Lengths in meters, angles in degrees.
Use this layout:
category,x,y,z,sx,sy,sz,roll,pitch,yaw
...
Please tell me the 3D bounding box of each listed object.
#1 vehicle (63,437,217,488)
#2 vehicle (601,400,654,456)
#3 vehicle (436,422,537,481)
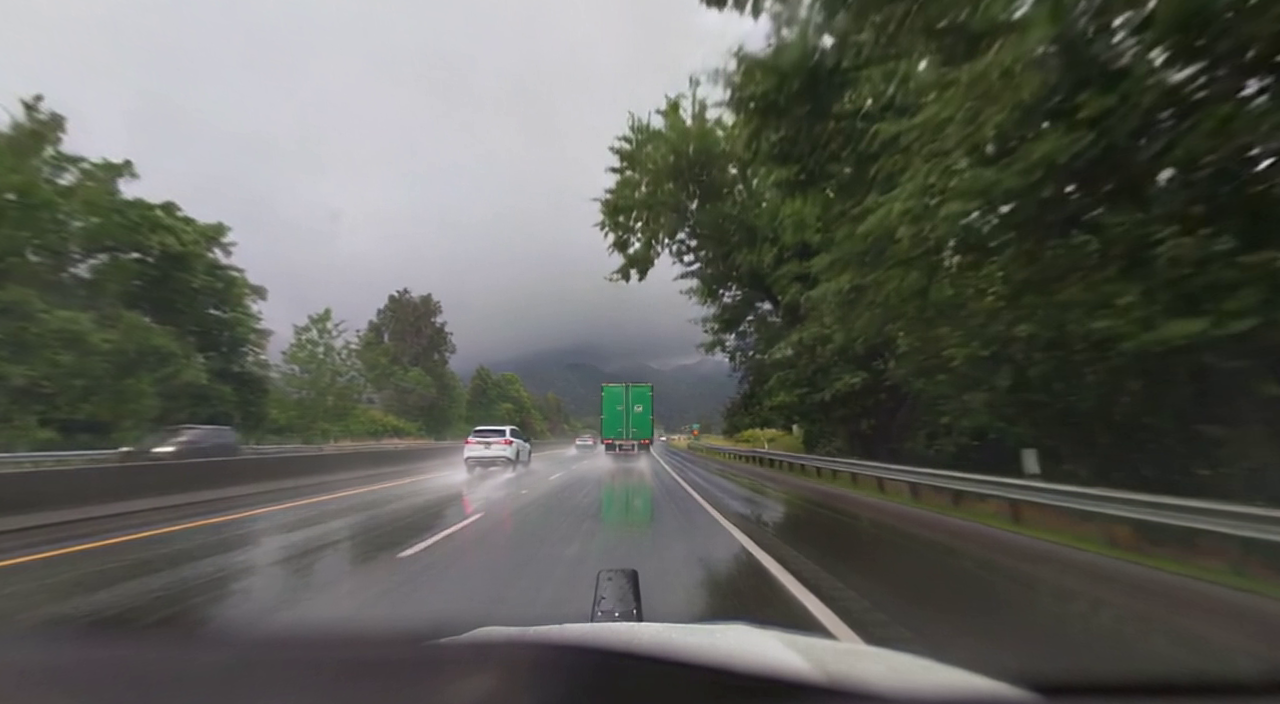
category,x,y,z,sx,sy,sz,roll,pitch,yaw
vehicle,-18.022,3.959,23.058,2.024,1.664,4.381,0,-8,0
vehicle,-0.584,3.480,28.630,2.319,2.461,1.270,1,-8,-3
vehicle,-4.853,3.218,20.636,2.138,1.697,4.587,0,-8,0
